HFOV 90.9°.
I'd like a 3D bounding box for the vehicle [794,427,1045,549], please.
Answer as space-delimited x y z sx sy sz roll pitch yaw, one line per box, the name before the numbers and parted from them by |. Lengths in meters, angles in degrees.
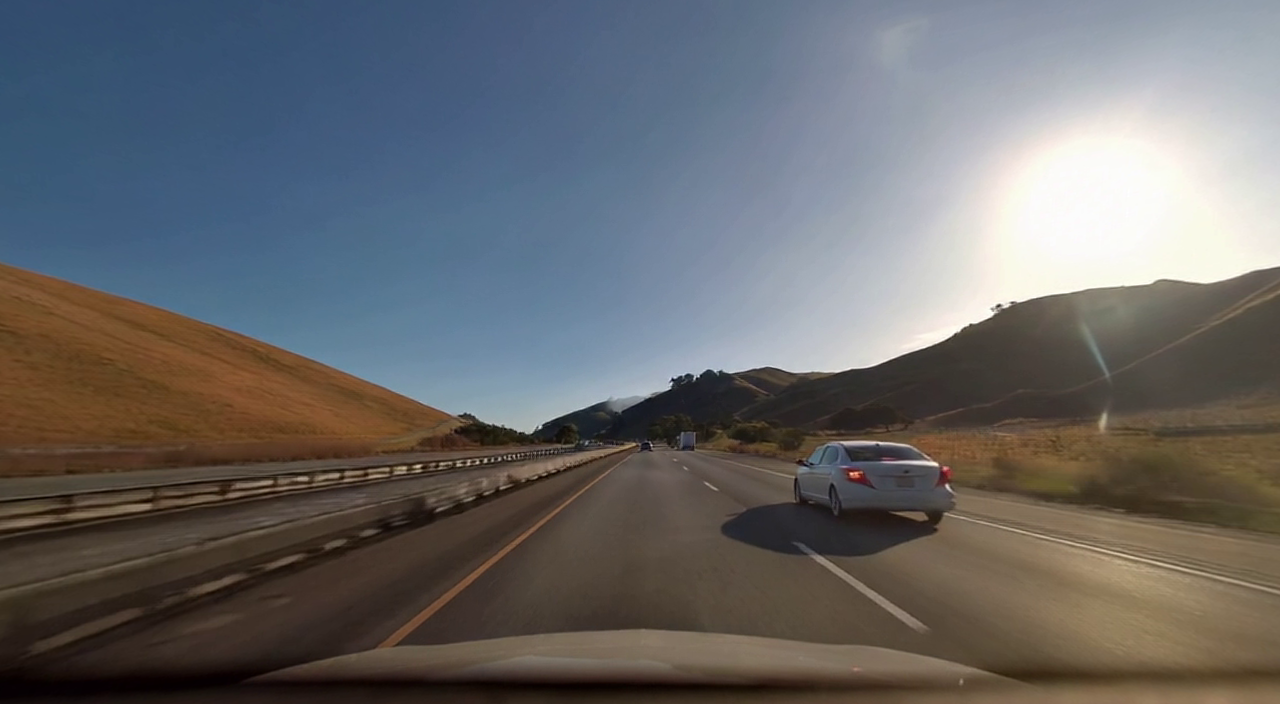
vehicle | 4.097 2.056 10.317 1.960 1.516 4.657 0 -8 0
